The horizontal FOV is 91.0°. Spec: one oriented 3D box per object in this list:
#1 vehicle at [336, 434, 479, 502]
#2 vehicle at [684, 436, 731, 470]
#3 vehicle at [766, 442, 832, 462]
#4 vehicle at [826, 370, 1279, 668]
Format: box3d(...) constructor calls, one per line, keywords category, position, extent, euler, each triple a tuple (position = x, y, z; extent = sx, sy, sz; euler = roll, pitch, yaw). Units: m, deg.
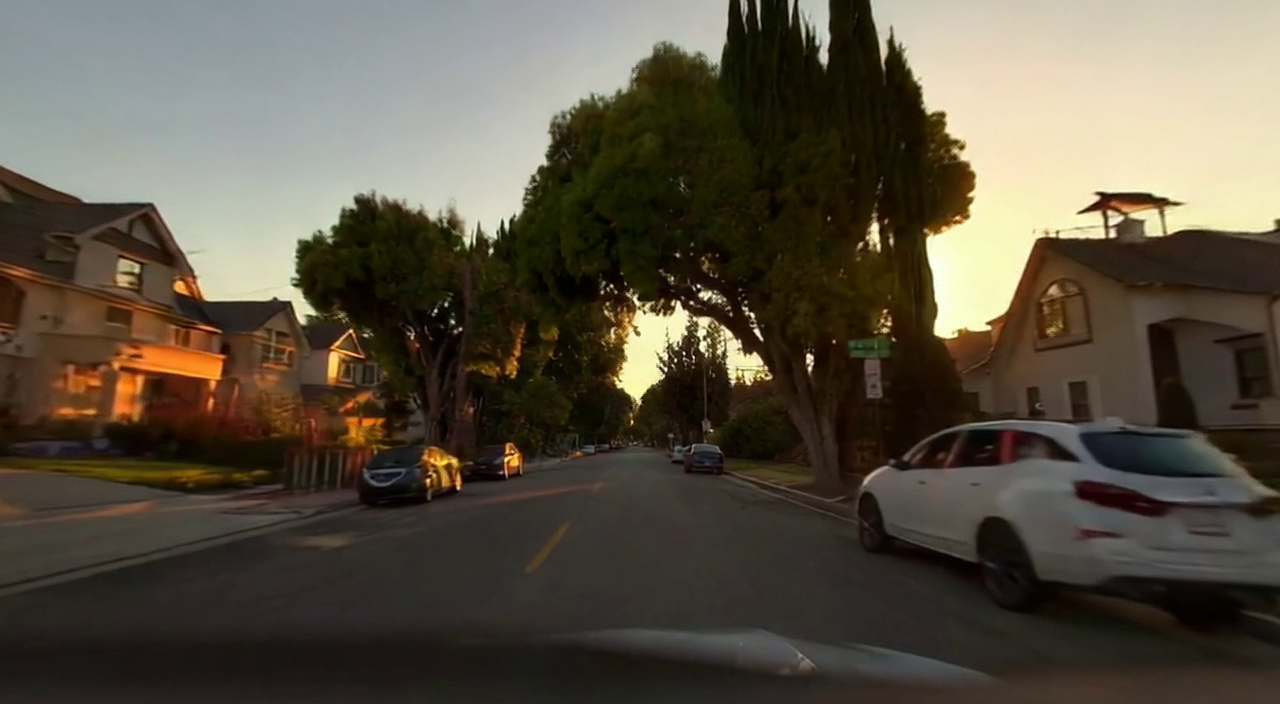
box3d(category="vehicle", position=(-6.008, 3.119, 17.059), extent=(2.027, 1.544, 4.959), euler=(0, -10, -1))
box3d(category="vehicle", position=(3.761, 5.713, 35.771), extent=(2.136, 1.794, 4.598), euler=(0, -8, 0))
box3d(category="vehicle", position=(11.652, 7.301, 46.194), extent=(4.277, 1.410, 1.822), euler=(1, -8, -6))
box3d(category="vehicle", position=(4.079, 1.469, 6.946), extent=(2.311, 1.859, 5.880), euler=(0, -8, 1))
